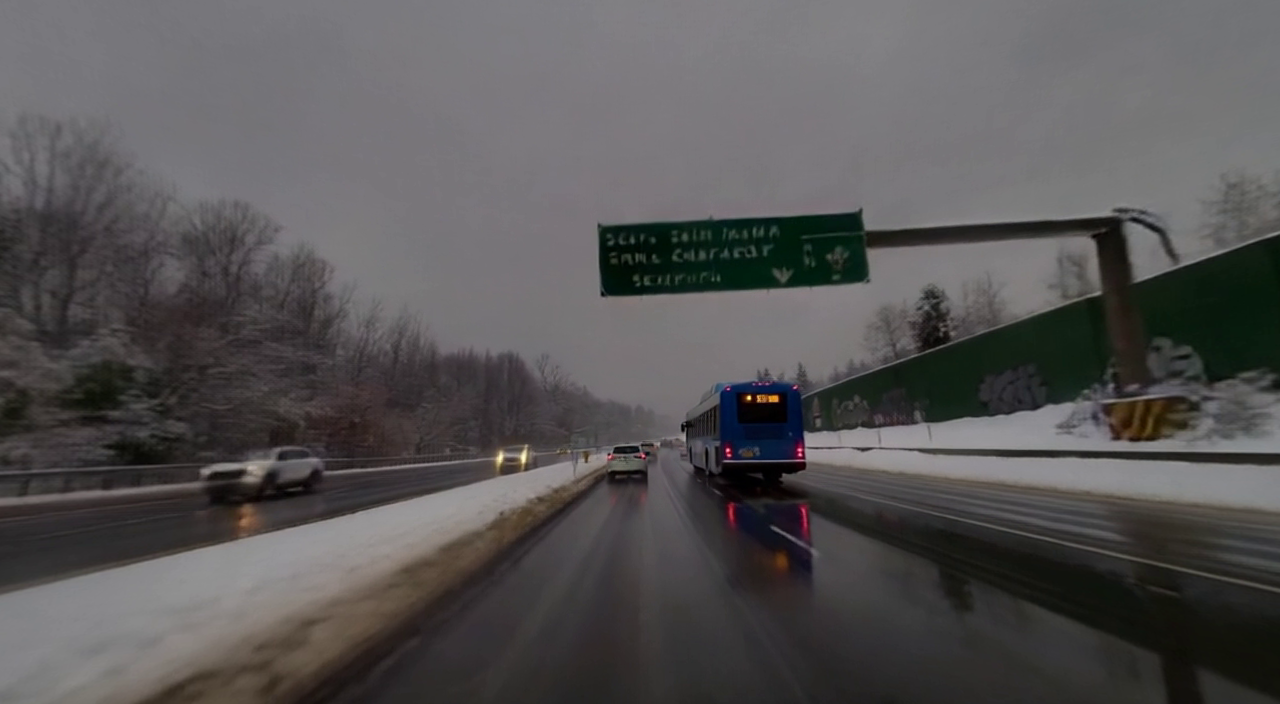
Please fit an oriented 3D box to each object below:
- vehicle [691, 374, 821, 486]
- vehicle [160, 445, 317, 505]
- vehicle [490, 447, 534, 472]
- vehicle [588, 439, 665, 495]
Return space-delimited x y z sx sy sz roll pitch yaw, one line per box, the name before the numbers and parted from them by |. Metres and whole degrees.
vehicle | 4.108 3.388 25.818 3.055 3.479 12.521 -1 -9 1
vehicle | -12.556 3.840 20.026 2.029 1.647 4.323 -1 -9 2
vehicle | -8.410 7.110 41.629 1.922 1.560 4.165 -1 -9 2
vehicle | -0.328 3.564 19.720 2.160 1.532 4.073 -1 -9 1
